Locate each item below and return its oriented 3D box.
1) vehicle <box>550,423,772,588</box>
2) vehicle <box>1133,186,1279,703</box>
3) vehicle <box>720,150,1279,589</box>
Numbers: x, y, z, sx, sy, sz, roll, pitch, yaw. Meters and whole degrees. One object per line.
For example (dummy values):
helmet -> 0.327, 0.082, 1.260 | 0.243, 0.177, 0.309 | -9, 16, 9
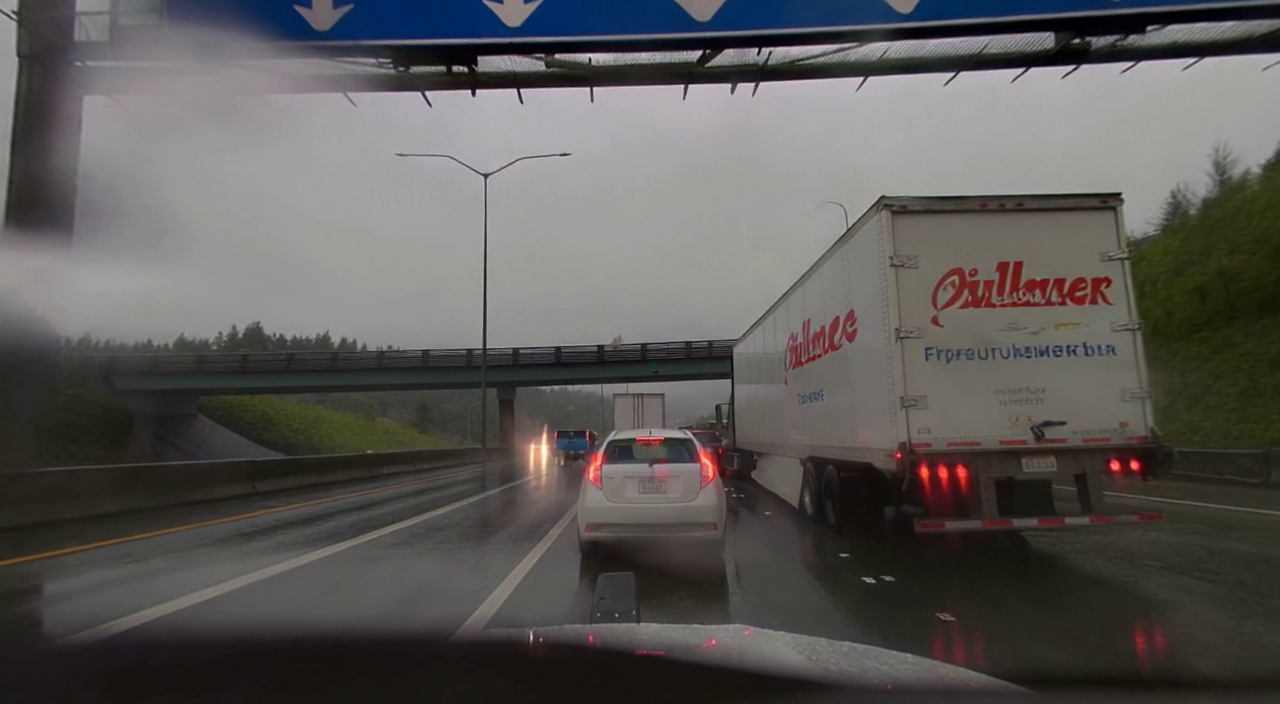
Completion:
vehicle -> 0.179, 1.676, 7.685 | 2.045, 1.490, 3.597 | -1, -8, 0
vehicle -> 4.729, 0.119, 0.616 | 2.892, 2.615, 6.650 | 0, -8, -2
vehicle -> 4.183, 1.053, 12.926 | 2.827, 4.081, 14.305 | 0, -8, -1
